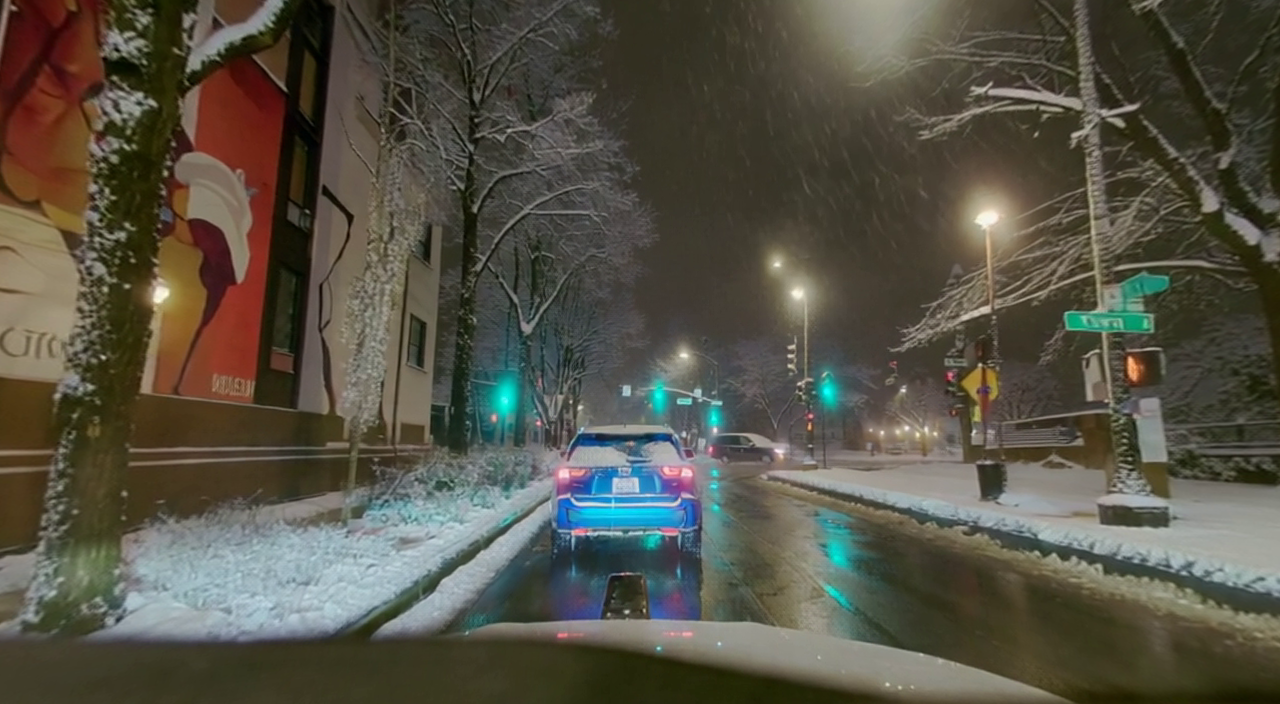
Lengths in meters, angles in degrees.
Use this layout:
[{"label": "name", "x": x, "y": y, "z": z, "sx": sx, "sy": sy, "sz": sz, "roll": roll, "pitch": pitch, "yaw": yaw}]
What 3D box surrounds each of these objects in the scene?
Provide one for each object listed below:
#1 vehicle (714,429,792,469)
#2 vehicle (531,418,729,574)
[{"label": "vehicle", "x": 6.531, "y": 5.509, "z": 35.784, "sx": 2.448, "sy": 2.063, "sz": 5.513, "roll": -5, "pitch": -10, "yaw": 31}, {"label": "vehicle", "x": -0.121, "y": 1.806, "z": 8.658, "sx": 2.079, "sy": 1.621, "sz": 3.861, "roll": 0, "pitch": -8, "yaw": 0}]
